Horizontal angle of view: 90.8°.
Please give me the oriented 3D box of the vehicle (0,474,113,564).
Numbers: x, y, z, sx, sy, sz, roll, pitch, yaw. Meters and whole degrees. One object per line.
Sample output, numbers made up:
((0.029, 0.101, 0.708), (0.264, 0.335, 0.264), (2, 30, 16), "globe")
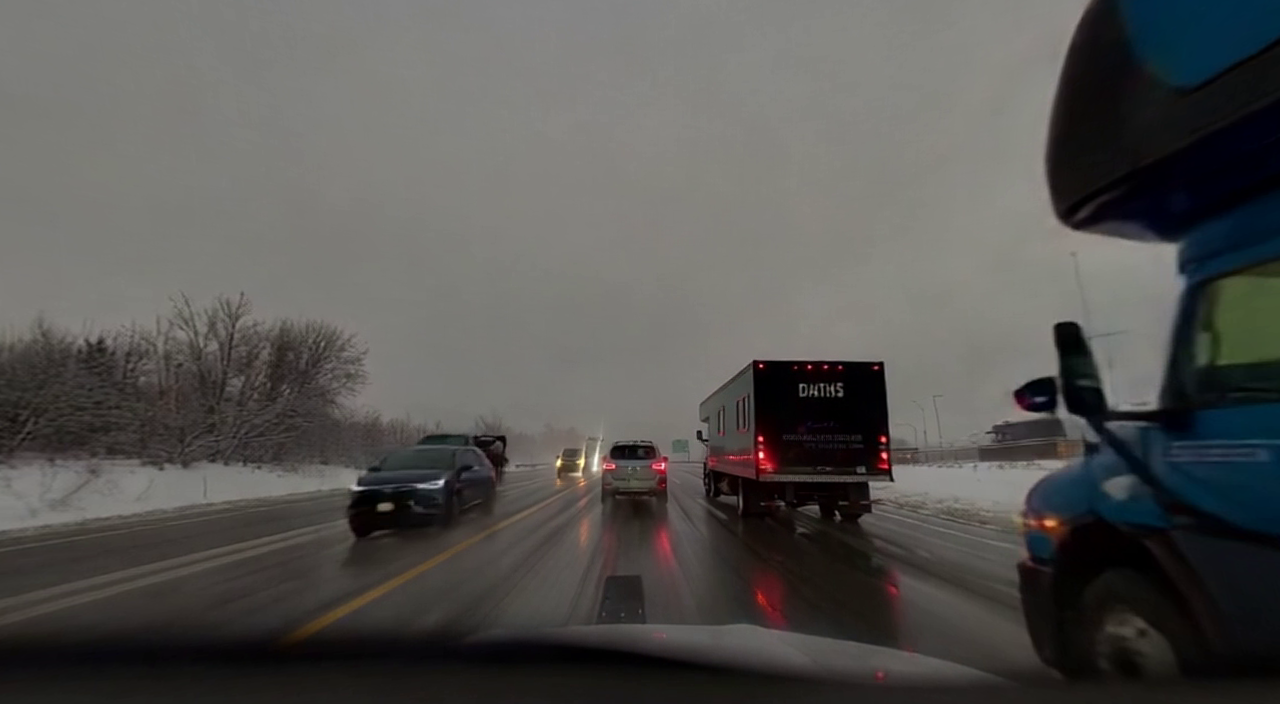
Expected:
((-30.140, 7.394, 27.067), (3.358, 3.720, 13.340), (0, -9, 1), "vehicle")

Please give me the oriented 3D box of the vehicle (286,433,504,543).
((-4.085, 2.354, 11.607), (2.023, 1.576, 4.784), (0, -9, 1), "vehicle")

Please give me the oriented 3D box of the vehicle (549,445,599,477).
((-3.556, 5.983, 34.846), (2.098, 1.659, 4.432), (0, -9, 2), "vehicle")

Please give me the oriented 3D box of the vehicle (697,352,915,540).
((2.927, 2.020, 13.610), (2.533, 2.942, 7.280), (0, -9, -1), "vehicle")

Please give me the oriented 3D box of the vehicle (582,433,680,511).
((-0.208, 2.992, 16.177), (2.201, 1.719, 4.058), (0, -9, 0), "vehicle")
